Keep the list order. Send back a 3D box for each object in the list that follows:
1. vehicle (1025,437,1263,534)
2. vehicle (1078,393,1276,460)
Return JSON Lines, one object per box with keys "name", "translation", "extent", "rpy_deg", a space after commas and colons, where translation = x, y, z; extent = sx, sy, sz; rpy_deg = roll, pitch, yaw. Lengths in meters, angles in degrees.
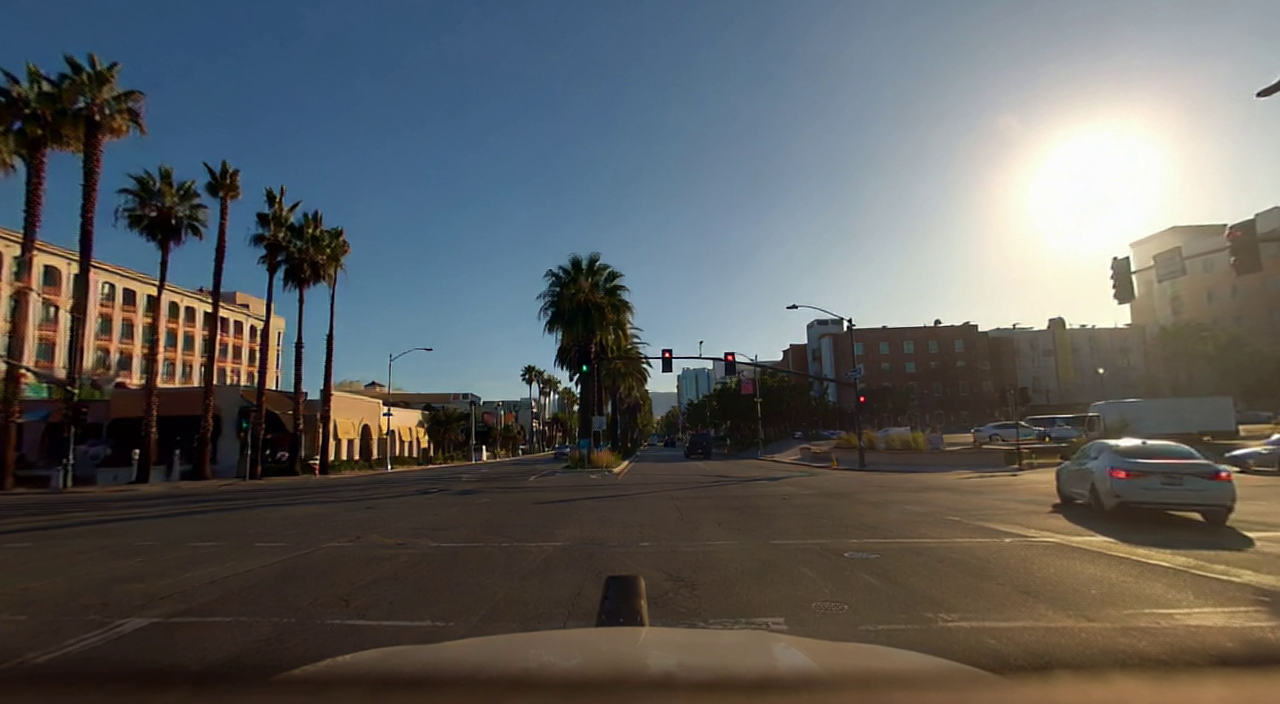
{"name": "vehicle", "translation": [9.308, 2.434, 12.259], "extent": [2.003, 1.475, 4.520], "rpy_deg": [-3, -9, 17]}
{"name": "vehicle", "translation": [32.637, 4.722, 39.328], "extent": [2.863, 3.609, 10.252], "rpy_deg": [0, -8, -3]}
